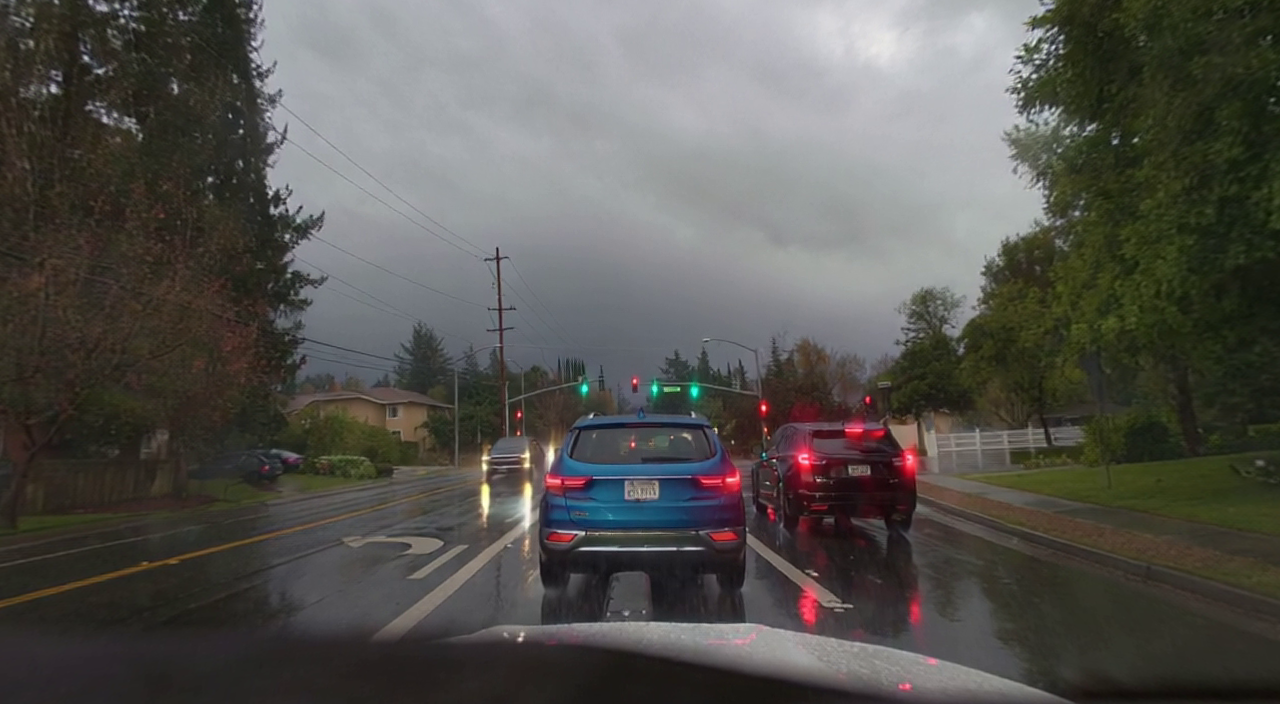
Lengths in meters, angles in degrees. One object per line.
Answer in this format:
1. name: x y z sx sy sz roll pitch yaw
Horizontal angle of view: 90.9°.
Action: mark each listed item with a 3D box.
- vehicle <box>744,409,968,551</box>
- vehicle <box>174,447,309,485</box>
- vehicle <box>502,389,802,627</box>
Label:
1. vehicle: 3.068 1.919 10.109 1.967 1.756 4.281 0 -8 -1
2. vehicle: -16.171 4.629 25.719 4.245 1.446 1.827 0 -8 1
3. vehicle: 0.059 1.421 6.662 2.151 1.695 4.100 0 -8 -1
